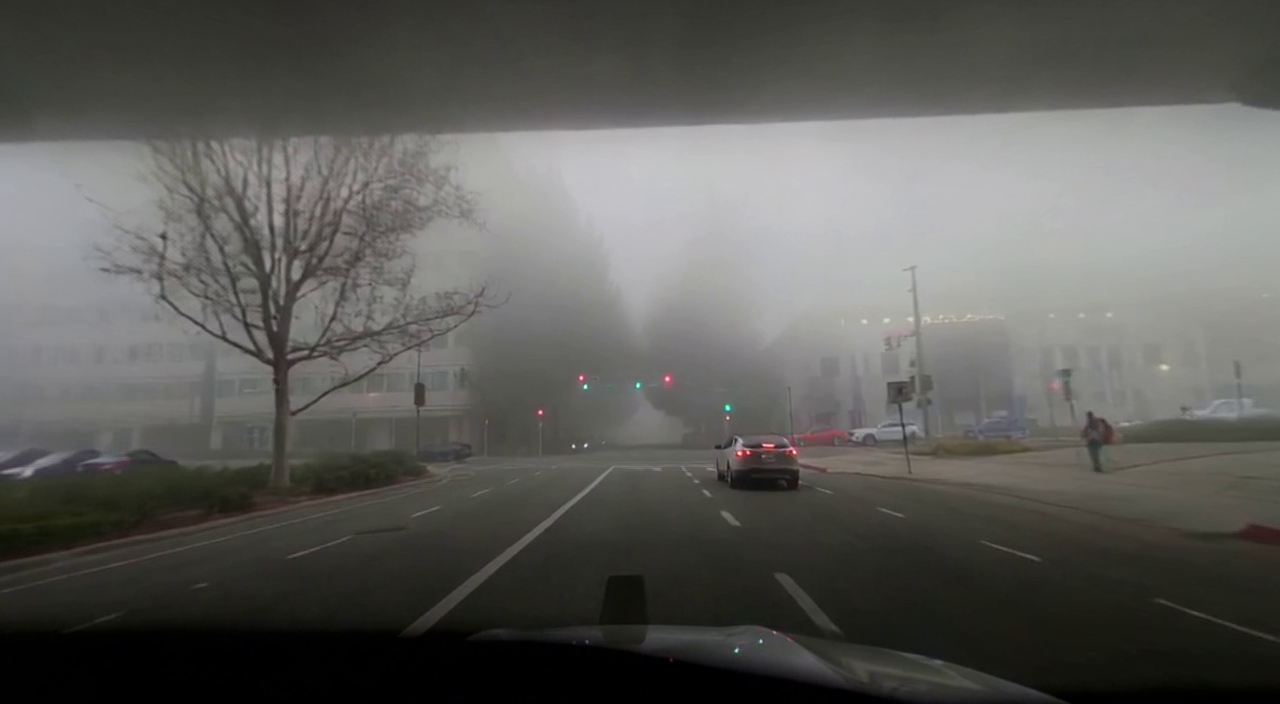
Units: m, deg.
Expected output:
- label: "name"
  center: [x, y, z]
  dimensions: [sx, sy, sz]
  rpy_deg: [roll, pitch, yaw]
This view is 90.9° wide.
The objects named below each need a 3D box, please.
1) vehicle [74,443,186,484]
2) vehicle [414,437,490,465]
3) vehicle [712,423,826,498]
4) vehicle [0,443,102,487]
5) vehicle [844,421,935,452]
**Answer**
- label: "vehicle"
  center: [-23.039, 4.998, 28.705]
  dimensions: [1.757, 1.699, 3.854]
  rpy_deg: [0, -8, 1]
- label: "vehicle"
  center: [-11.403, 5.986, 38.293]
  dimensions: [4.037, 1.562, 2.099]
  rpy_deg: [-4, -9, 26]
- label: "vehicle"
  center: [2.956, 2.569, 15.360]
  dimensions: [1.947, 1.576, 3.825]
  rpy_deg: [0, -8, 0]
- label: "vehicle"
  center: [-27.443, 5.083, 28.755]
  dimensions: [1.807, 1.795, 4.566]
  rpy_deg: [0, -8, 0]
- label: "vehicle"
  center: [14.912, 5.094, 37.852]
  dimensions: [4.611, 1.778, 1.939]
  rpy_deg: [0, -8, 0]
